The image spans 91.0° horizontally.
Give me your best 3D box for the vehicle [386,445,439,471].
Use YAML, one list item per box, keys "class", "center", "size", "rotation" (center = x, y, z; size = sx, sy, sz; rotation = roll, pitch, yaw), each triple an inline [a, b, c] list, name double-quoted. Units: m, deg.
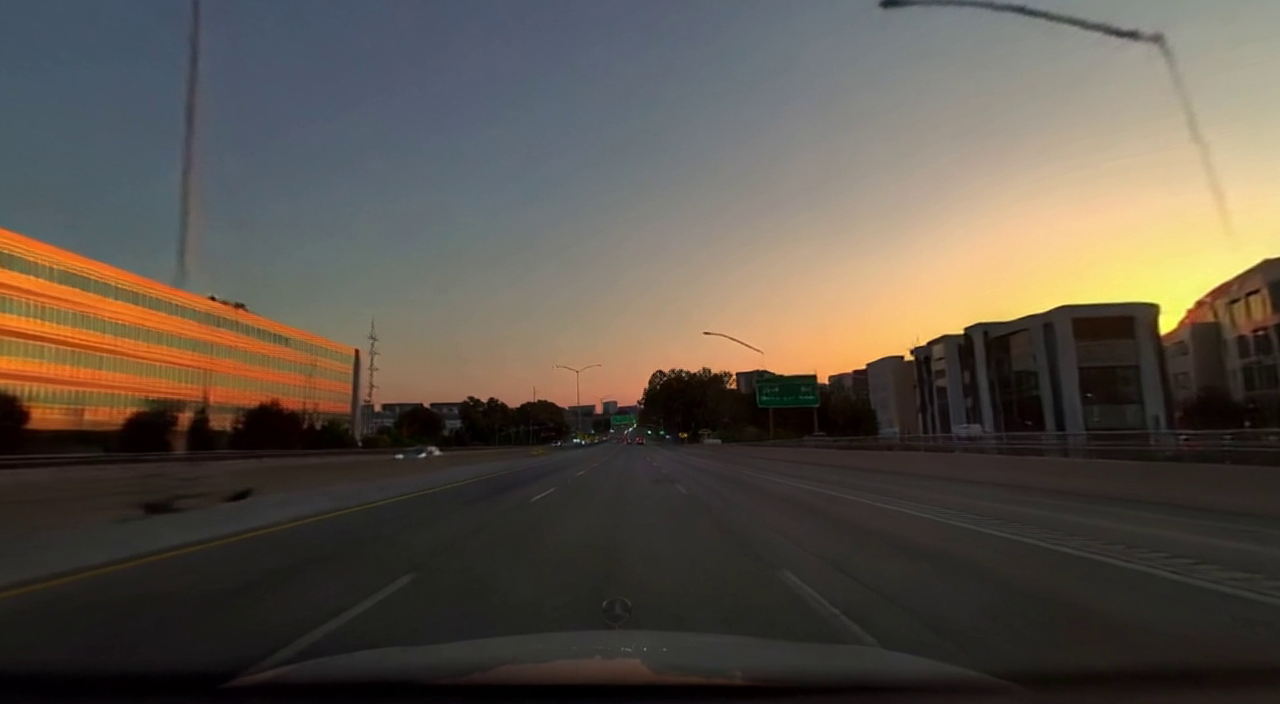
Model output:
- class: "vehicle"
  center: [-14.948, 6.957, 41.520]
  size: [1.869, 1.533, 4.317]
  rotation: [0, -8, 0]
